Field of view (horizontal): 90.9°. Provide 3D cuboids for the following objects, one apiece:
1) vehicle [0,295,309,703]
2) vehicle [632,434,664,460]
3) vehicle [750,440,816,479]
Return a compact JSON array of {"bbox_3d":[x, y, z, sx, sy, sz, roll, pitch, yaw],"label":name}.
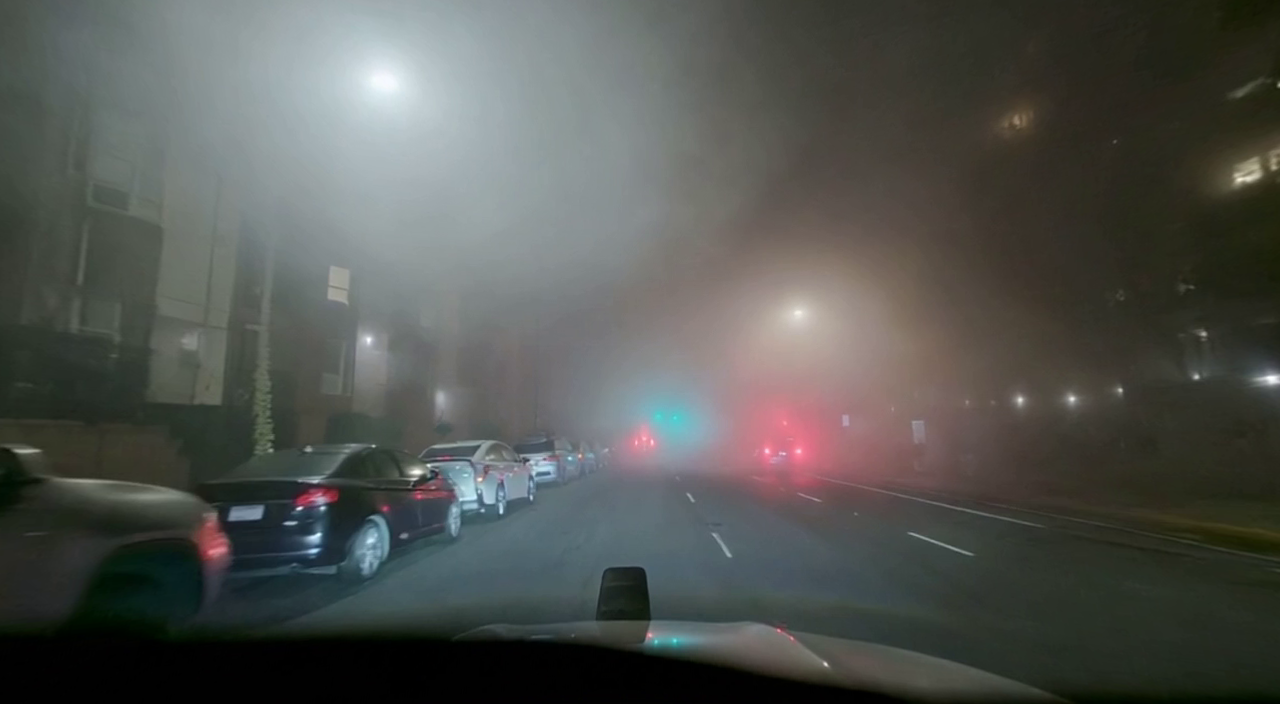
[{"bbox_3d":[-3.164,0.568,1.289,2.096,1.709,4.989,-1,-9,2],"label":"vehicle"},{"bbox_3d":[0.621,6.752,44.820,2.122,1.689,3.885,-1,-8,2],"label":"vehicle"},{"bbox_3d":[5.753,4.341,25.760,1.799,1.463,3.464,0,-8,-1],"label":"vehicle"}]
